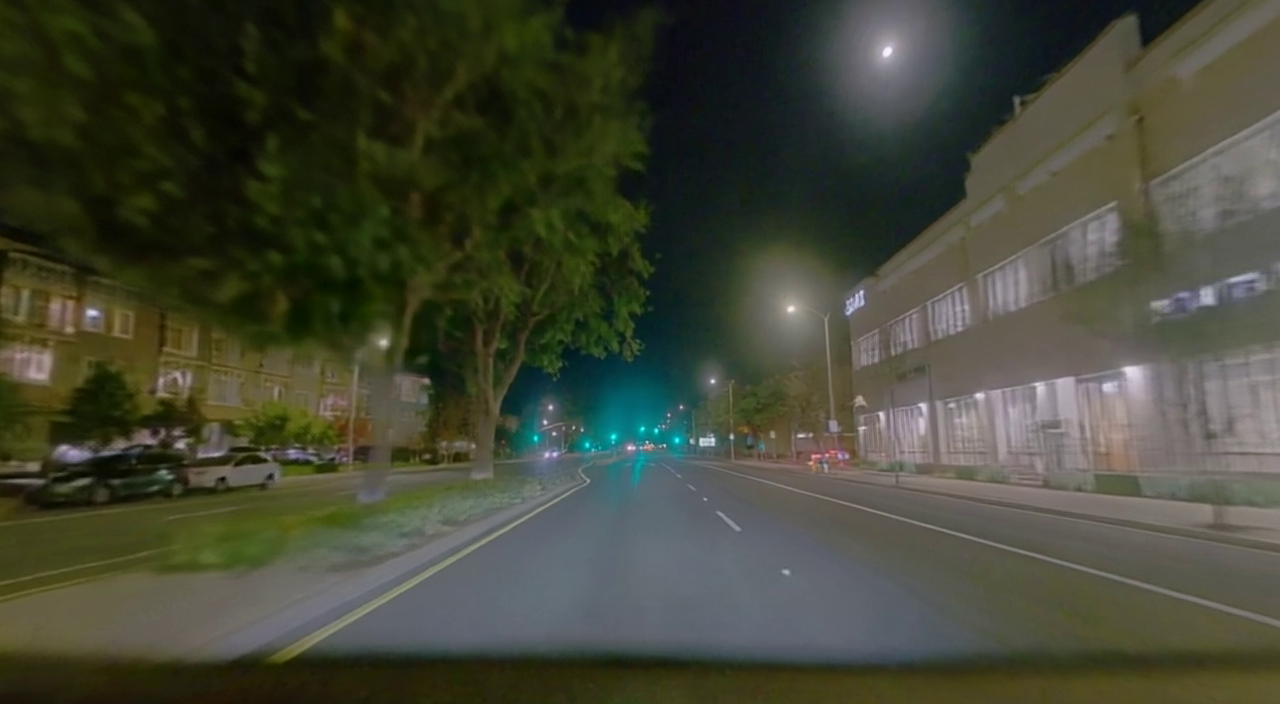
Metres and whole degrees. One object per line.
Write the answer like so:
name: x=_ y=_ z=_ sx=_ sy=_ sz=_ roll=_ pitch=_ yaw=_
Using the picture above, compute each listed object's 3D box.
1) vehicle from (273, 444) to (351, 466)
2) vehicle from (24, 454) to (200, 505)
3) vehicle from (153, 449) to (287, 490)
vehicle: x=-25.737 y=8.063 z=49.362 sx=4.946 sy=1.656 sz=2.016 roll=1 pitch=-9 yaw=-4
vehicle: x=-18.873 y=4.526 z=22.819 sx=2.034 sy=1.562 sz=4.828 roll=0 pitch=-9 yaw=3
vehicle: x=-18.775 y=5.246 z=28.515 sx=2.177 sy=1.656 sz=5.516 roll=0 pitch=-9 yaw=2
